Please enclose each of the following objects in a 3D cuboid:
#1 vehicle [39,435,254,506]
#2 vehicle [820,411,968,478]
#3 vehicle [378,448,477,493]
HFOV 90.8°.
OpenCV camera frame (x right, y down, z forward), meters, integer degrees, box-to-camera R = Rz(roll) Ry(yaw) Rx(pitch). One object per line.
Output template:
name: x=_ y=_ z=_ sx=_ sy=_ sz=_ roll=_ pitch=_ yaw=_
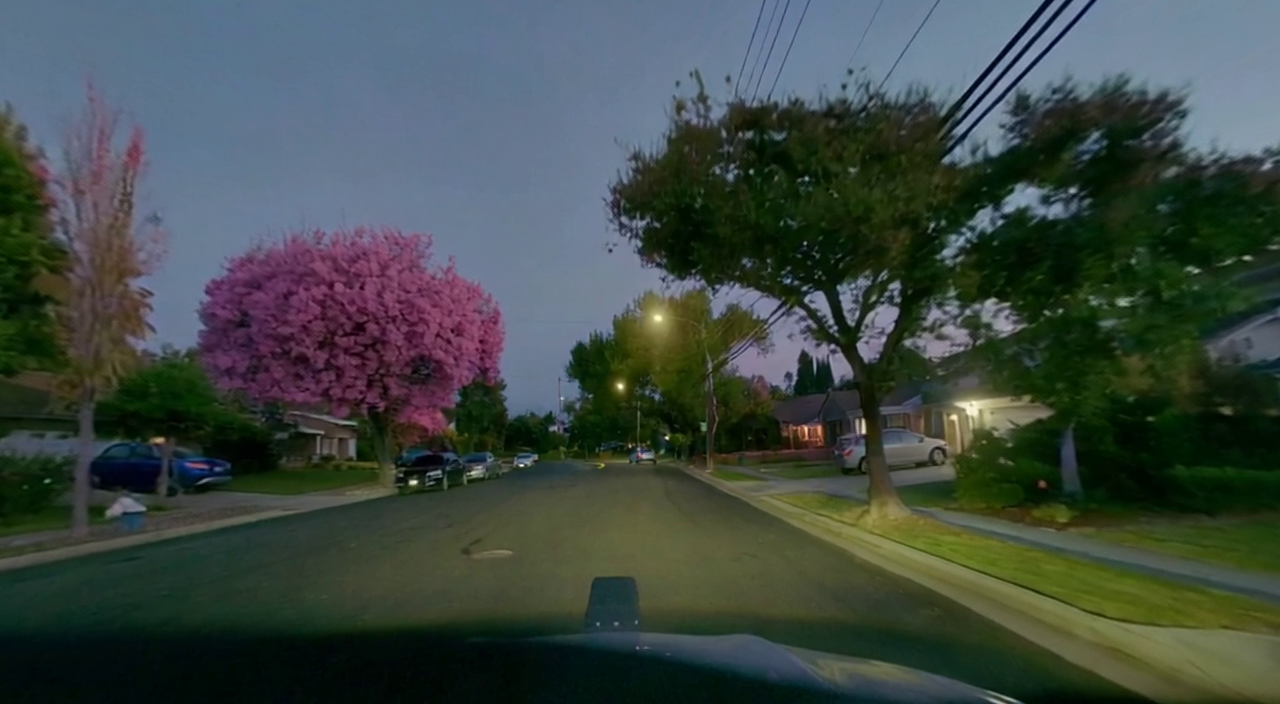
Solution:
vehicle: x=-14.359 y=3.451 z=18.620 sx=4.538 sy=1.687 sz=1.955 roll=4 pitch=-9 yaw=-1
vehicle: x=8.512 y=3.141 z=21.471 sx=4.025 sy=1.738 sz=1.920 roll=-6 pitch=-9 yaw=-1
vehicle: x=-7.708 y=4.319 z=23.492 sx=2.034 sy=1.493 sz=4.524 roll=0 pitch=-8 yaw=1
